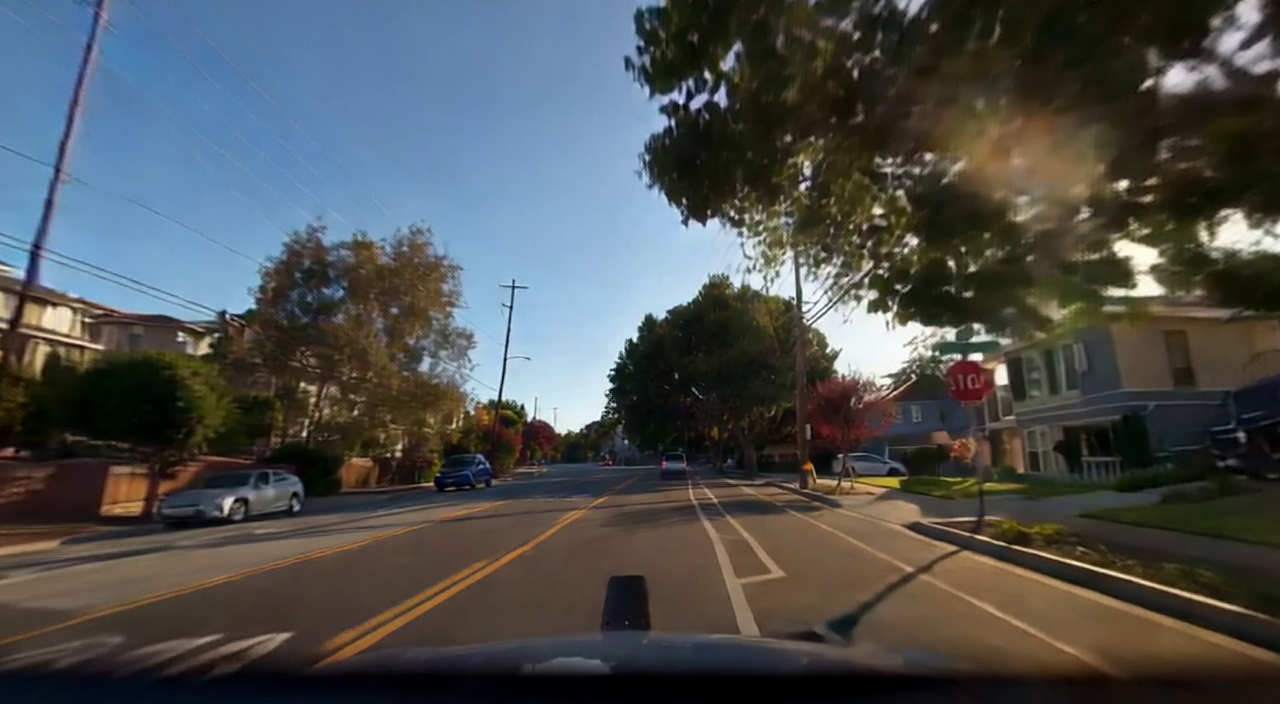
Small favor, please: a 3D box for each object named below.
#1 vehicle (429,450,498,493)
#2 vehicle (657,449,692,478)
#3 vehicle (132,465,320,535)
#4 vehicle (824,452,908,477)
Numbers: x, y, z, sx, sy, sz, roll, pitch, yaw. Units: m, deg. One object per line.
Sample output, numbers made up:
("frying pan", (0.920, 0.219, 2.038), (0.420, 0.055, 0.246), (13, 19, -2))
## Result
("vehicle", (-9.400, 6.370, 34.122), (1.998, 2.047, 5.167), (-1, -8, 3))
("vehicle", (2.468, 7.930, 45.199), (2.284, 1.741, 4.702), (2, -8, 4))
("vehicle", (-10.792, 3.861, 16.949), (1.965, 1.455, 4.472), (0, -8, 1))
("vehicle", (14.491, 7.237, 40.597), (4.648, 1.511, 1.919), (0, -8, 1))
